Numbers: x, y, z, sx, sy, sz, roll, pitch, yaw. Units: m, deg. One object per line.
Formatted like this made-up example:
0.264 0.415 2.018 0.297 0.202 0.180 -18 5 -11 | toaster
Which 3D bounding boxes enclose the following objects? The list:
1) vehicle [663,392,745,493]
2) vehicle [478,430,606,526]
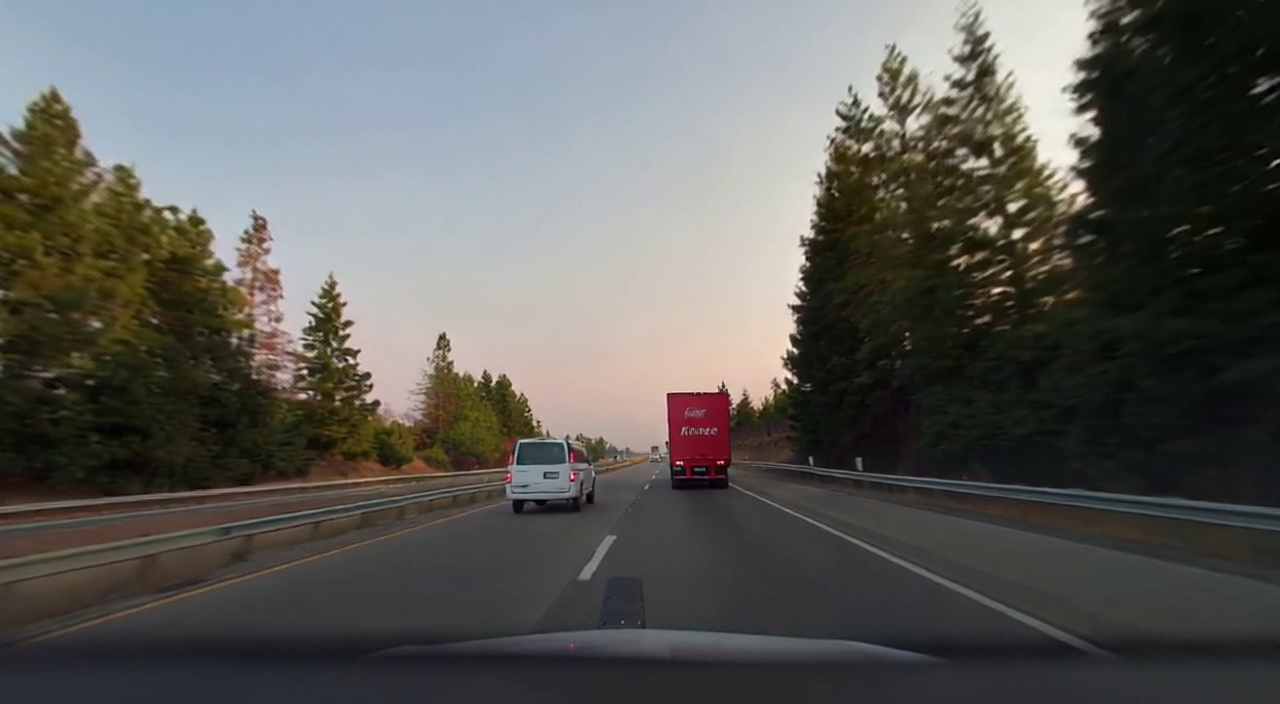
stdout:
2.775 4.562 31.354 3.030 3.985 12.707 0 -9 1 | vehicle
-2.041 2.800 14.528 2.105 1.865 4.102 -1 -9 3 | vehicle
